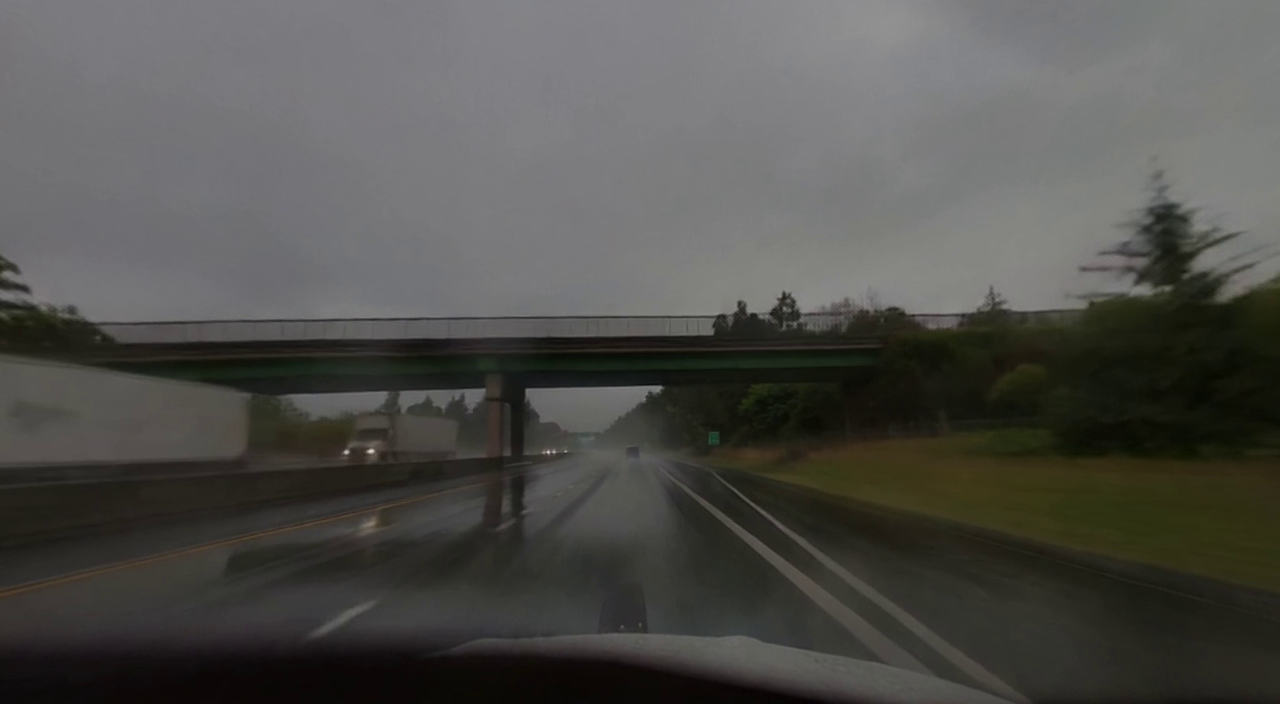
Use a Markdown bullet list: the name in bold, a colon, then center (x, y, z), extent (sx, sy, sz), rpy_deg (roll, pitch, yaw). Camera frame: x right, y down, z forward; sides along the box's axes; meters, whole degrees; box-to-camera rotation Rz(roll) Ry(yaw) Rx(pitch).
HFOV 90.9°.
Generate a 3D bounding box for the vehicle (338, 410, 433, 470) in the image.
- **vehicle**: center (-18.594, 6.635, 47.051), extent (2.912, 3.980, 10.503), rpy_deg (0, -9, -2)

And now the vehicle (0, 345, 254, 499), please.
- **vehicle**: center (-18.250, 2.399, 20.128), extent (2.906, 3.972, 14.227), rpy_deg (0, -9, 0)
